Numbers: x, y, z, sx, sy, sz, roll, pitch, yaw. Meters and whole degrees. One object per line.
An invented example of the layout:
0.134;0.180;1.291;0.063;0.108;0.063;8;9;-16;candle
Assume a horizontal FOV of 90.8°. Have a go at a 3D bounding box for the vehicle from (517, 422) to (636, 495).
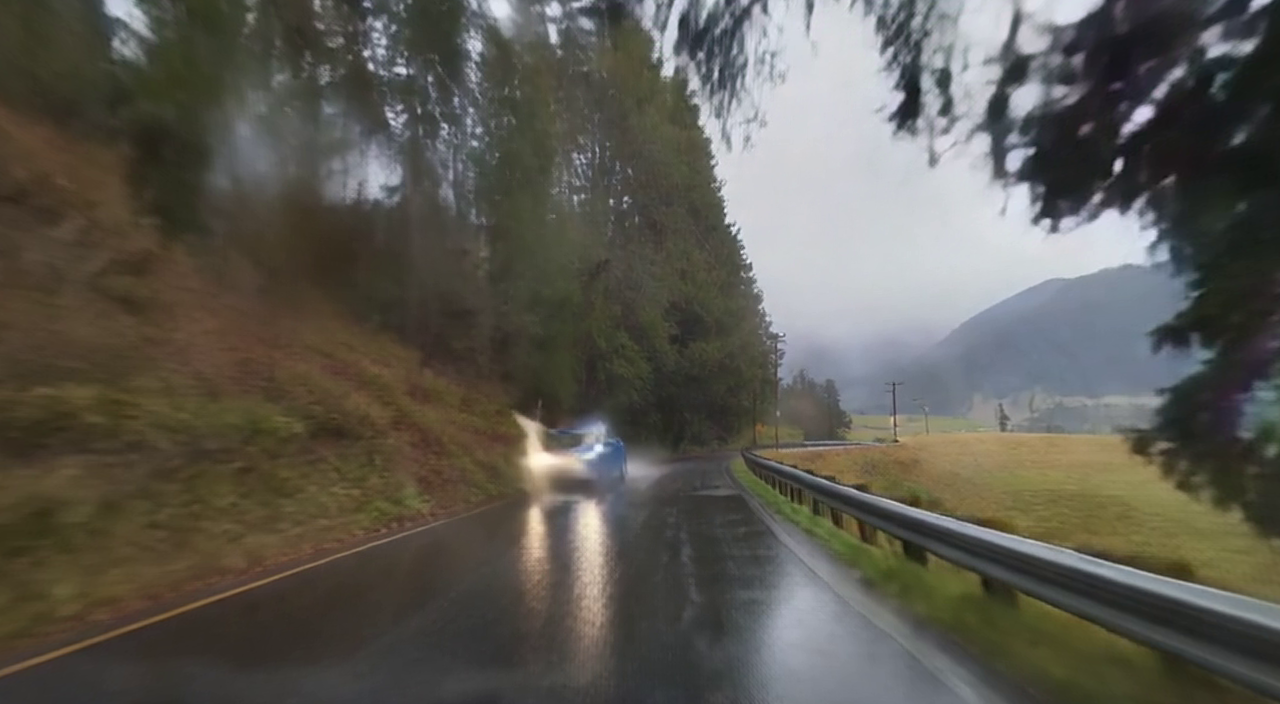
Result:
-1.606;3.005;18.134;2.251;1.799;4.776;-2;-8;9;vehicle
